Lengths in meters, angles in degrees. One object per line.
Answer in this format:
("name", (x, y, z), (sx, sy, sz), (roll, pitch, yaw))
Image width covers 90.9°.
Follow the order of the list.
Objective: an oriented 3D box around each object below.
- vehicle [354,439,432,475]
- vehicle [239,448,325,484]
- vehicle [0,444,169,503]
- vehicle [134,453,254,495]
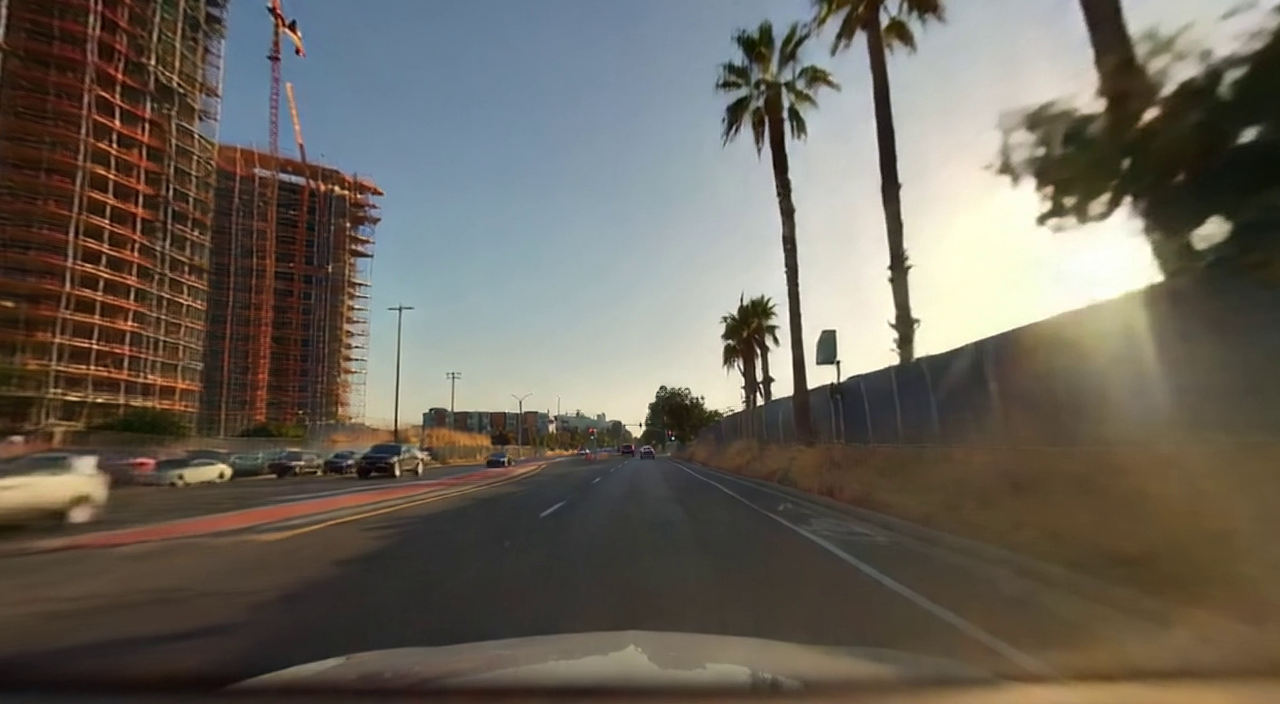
("vehicle", (-16.104, 6.870, 41.581), (2.601, 2.118, 6.071), (0, -8, 1))
("vehicle", (-19.332, 6.152, 34.359), (1.985, 1.625, 4.749), (-2, -7, -1))
("vehicle", (-19.551, 4.133, 22.009), (2.378, 1.783, 4.912), (0, -8, 0))
("vehicle", (-19.355, 5.269, 27.693), (1.836, 1.418, 4.956), (-2, -7, -2))
